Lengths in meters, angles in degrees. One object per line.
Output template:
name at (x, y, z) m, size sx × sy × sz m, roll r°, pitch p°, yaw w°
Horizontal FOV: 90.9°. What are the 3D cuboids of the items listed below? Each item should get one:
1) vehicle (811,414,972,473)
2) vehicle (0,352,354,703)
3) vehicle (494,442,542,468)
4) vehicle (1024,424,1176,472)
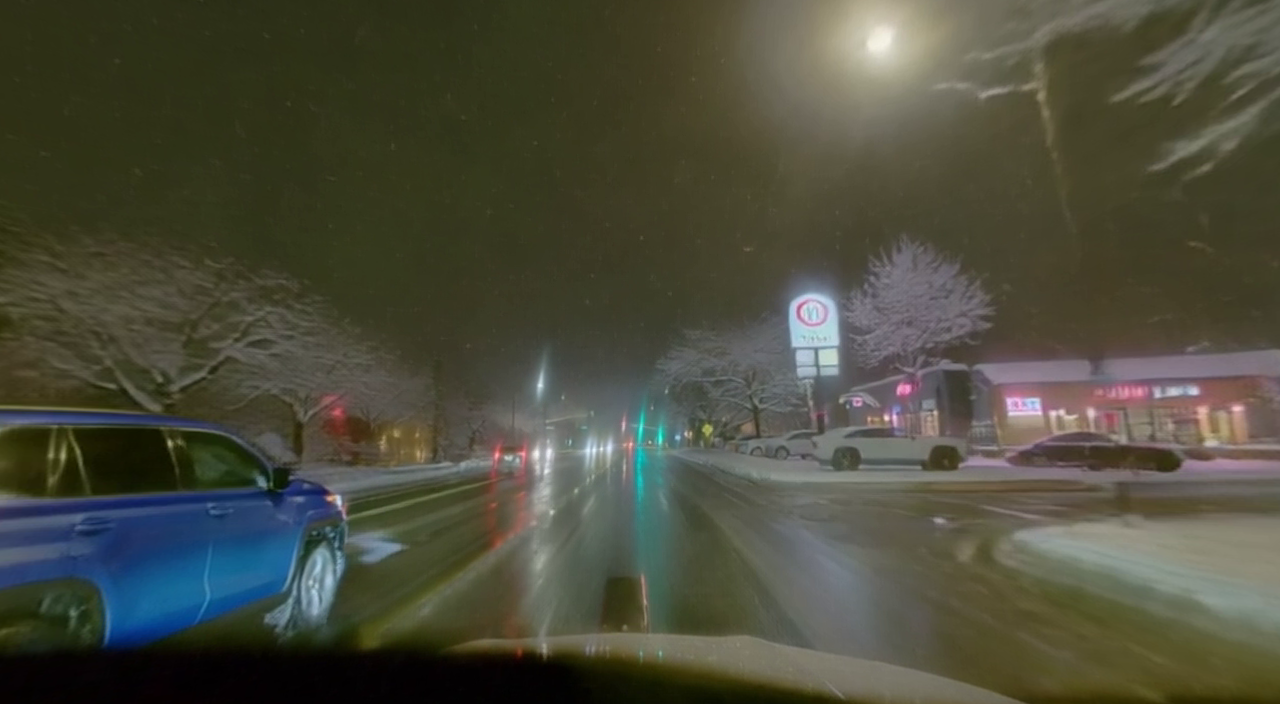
vehicle at (8.790, 3.280, 22.577) m, size 5.031 × 1.951 × 2.184 m, roll -2°, pitch -9°, yaw 15°
vehicle at (-3.368, 0.934, 2.914) m, size 2.127 × 1.654 × 4.121 m, roll 0°, pitch -8°, yaw 0°
vehicle at (-7.412, 6.303, 38.806) m, size 1.990 × 1.483 × 4.410 m, roll 0°, pitch -8°, yaw 1°
vehicle at (15.721, 3.311, 21.933) m, size 2.177 × 1.397 × 4.511 m, roll -3°, pitch -8°, yaw 6°
